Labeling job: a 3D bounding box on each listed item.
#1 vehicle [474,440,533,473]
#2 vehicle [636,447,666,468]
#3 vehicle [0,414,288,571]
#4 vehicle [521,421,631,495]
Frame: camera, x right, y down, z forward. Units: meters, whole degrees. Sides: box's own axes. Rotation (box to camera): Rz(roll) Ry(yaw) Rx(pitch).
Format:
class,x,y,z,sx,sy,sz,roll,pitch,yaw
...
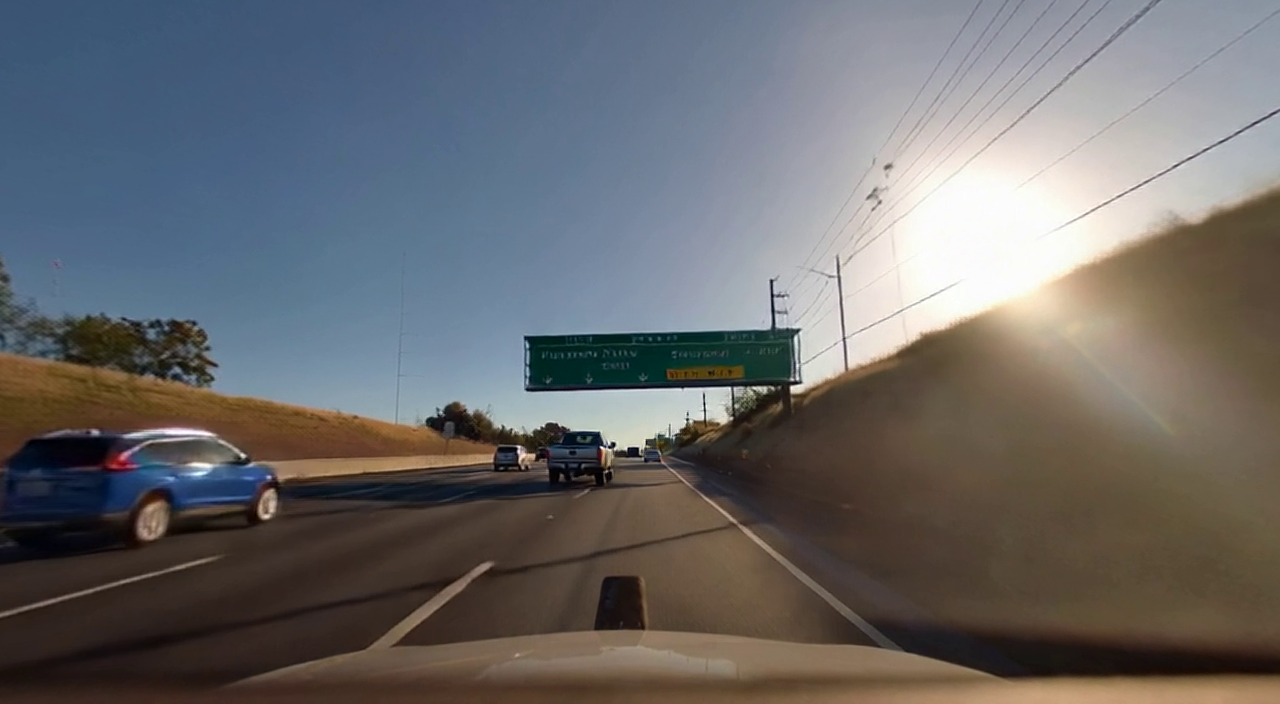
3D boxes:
class,x,y,z,sx,sy,sz,roll,pitch,yaw
vehicle,-7.408,5.738,34.796,2.143,1.688,4.776,0,-9,1
vehicle,0.762,7.702,46.184,2.025,1.485,4.310,0,-9,-1
vehicle,-7.301,1.800,8.869,2.055,1.618,4.457,0,-9,1
vehicle,-1.858,3.496,21.086,2.972,2.087,6.126,0,-9,1
